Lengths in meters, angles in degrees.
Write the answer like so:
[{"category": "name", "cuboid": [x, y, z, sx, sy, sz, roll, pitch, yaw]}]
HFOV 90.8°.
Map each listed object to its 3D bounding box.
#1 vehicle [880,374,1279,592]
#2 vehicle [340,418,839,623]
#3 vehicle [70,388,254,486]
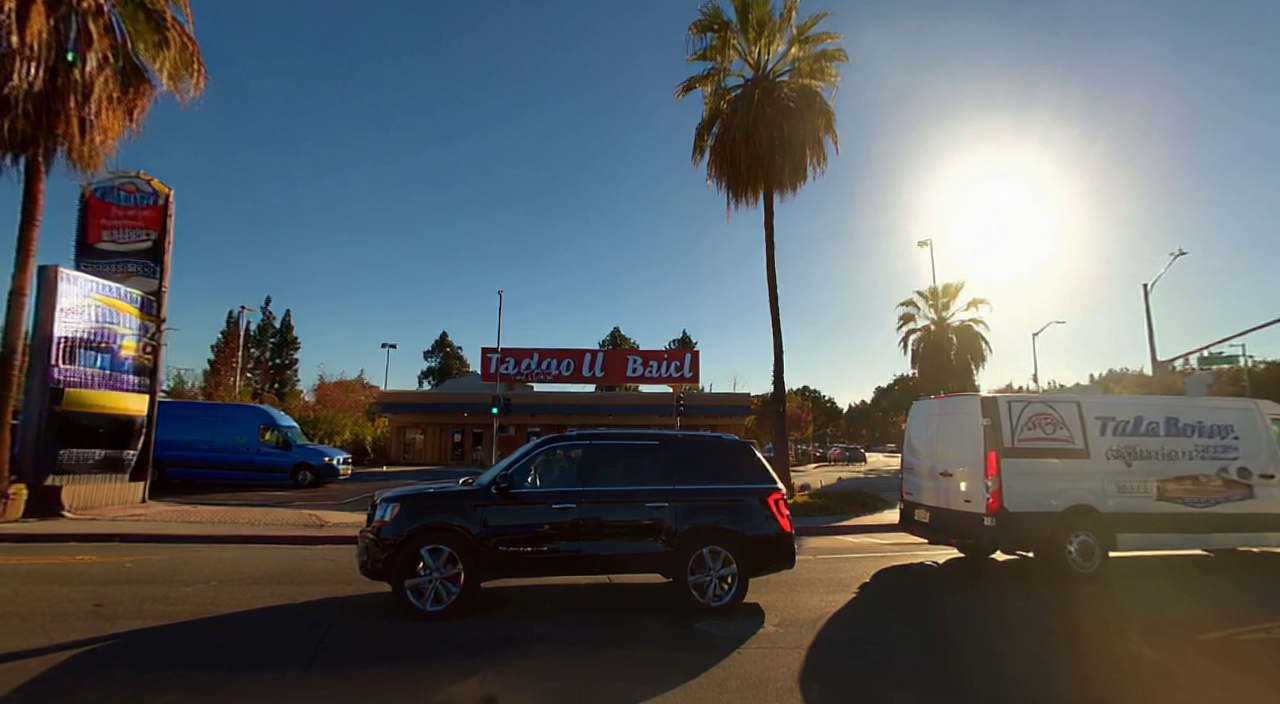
[{"category": "vehicle", "cuboid": [6.634, 1.552, 8.038, 6.246, 2.202, 2.277, 1, -9, -7]}, {"category": "vehicle", "cuboid": [-0.488, 1.646, 6.859, 4.493, 1.728, 2.137, 1, -9, -9]}, {"category": "vehicle", "cuboid": [-21.676, 4.011, 29.439, 3.034, 3.929, 7.699, 1, -9, -6]}]
